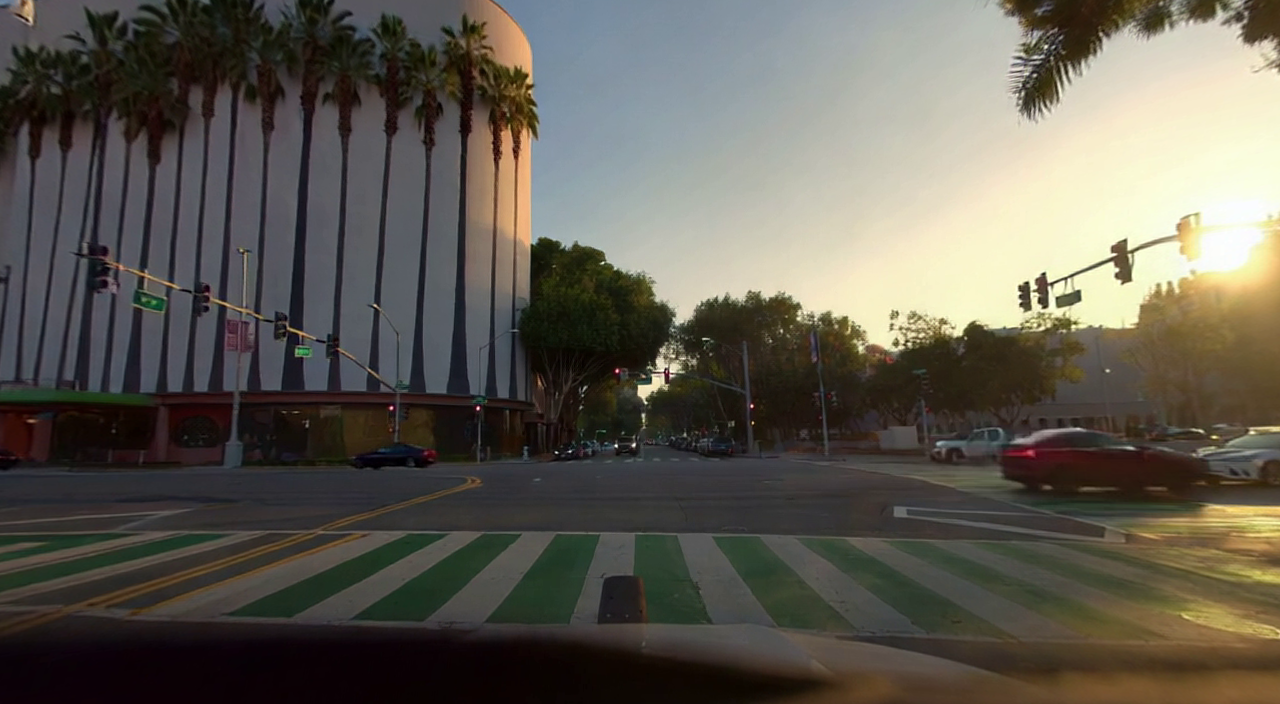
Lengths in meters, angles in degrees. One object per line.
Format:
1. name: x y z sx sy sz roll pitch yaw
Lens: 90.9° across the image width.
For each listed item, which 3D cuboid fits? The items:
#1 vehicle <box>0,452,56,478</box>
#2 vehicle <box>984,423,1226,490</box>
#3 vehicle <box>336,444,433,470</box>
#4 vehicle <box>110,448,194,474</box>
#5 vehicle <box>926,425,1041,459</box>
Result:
1. vehicle: -38.115 6.715 37.531 4.784 1.465 1.798 0 -8 0
2. vehicle: 12.257 2.777 16.890 4.875 1.669 1.953 0 -8 0
3. vehicle: -14.916 6.170 37.010 4.893 1.458 1.791 0 -8 1
4. vehicle: -33.070 7.399 42.766 4.136 1.661 1.857 0 -8 0
5. vehicle: 20.071 5.302 37.038 5.477 1.880 2.125 0 -8 1
